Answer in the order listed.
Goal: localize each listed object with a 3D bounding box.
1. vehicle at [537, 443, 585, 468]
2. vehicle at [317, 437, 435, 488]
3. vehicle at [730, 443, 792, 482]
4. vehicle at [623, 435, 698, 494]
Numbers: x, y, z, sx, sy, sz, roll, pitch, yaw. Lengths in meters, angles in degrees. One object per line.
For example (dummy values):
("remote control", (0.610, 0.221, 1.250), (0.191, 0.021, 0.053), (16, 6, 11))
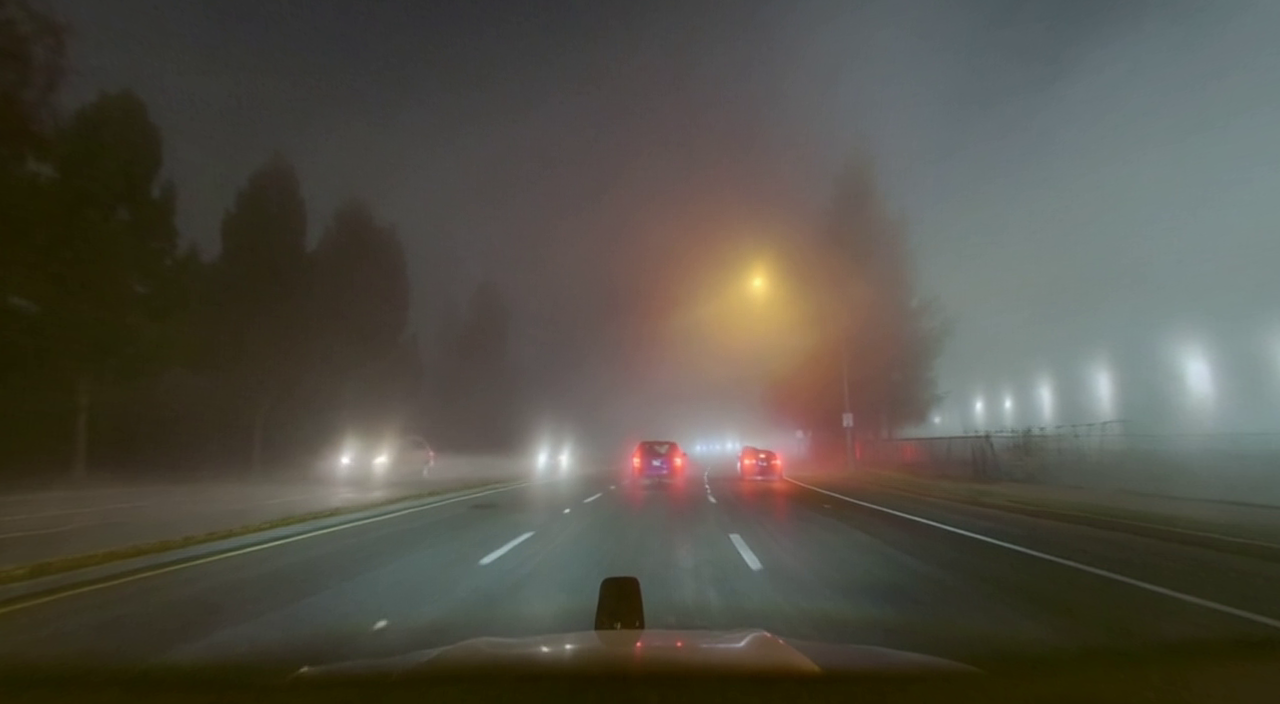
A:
("vehicle", (-5.010, 6.642, 40.683), (1.933, 1.472, 4.482), (-1, -8, 8))
("vehicle", (-9.964, 4.186, 24.350), (2.329, 1.757, 4.464), (-1, -8, 5))
("vehicle", (4.961, 4.562, 26.395), (2.147, 1.474, 4.083), (-1, -8, 6))
("vehicle", (0.785, 3.602, 20.674), (2.105, 1.676, 4.541), (-1, -8, 6))
